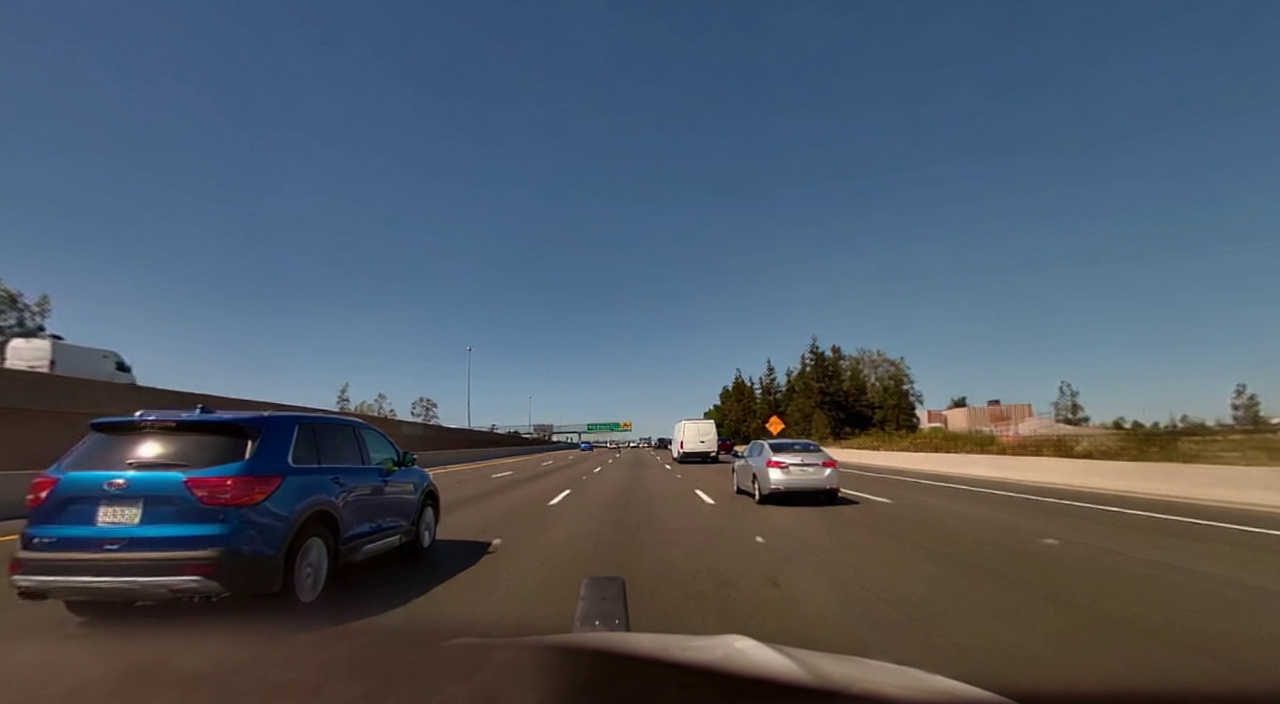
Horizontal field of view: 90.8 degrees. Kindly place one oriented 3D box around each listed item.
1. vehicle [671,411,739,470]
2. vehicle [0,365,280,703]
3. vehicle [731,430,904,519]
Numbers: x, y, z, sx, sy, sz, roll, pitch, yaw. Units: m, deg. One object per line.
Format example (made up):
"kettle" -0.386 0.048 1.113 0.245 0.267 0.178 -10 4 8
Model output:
"vehicle" 3.192 4.591 32.721 2.629 2.718 6.740 0 -8 -1
"vehicle" -4.006 0.913 3.087 2.000 1.646 4.201 0 -8 0
"vehicle" 3.428 2.487 13.466 2.108 1.509 5.059 0 -8 -1
